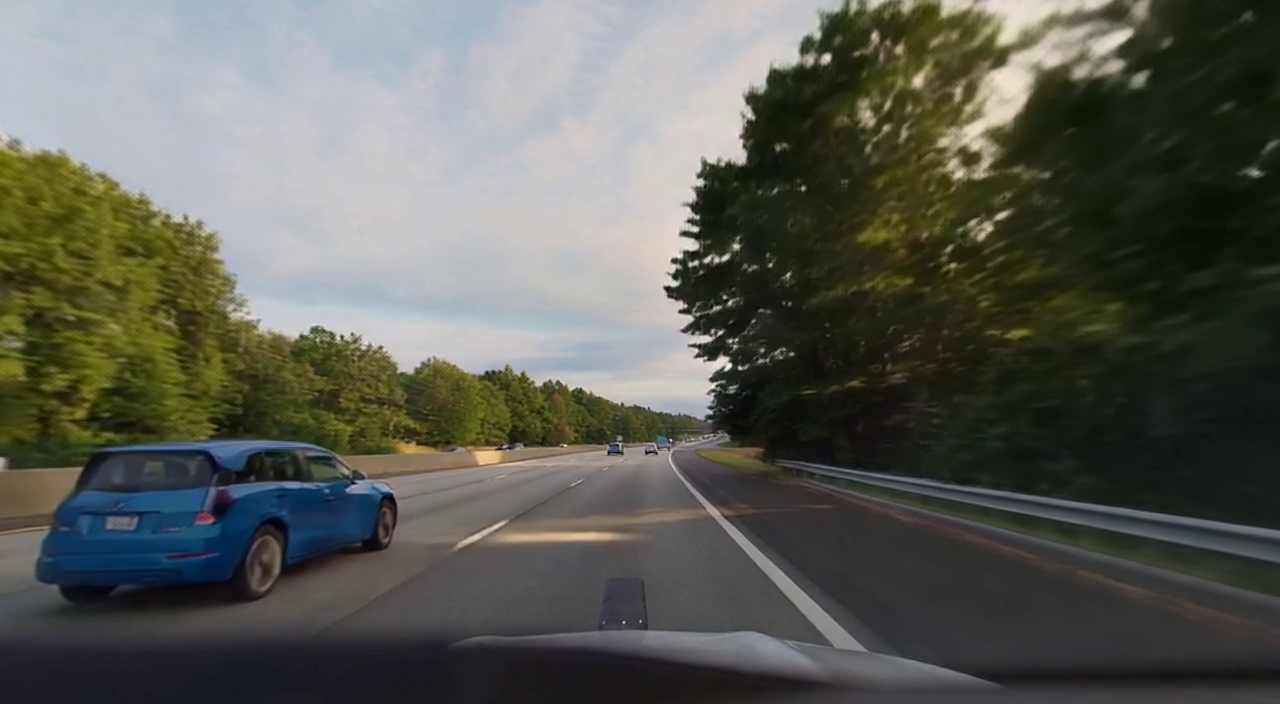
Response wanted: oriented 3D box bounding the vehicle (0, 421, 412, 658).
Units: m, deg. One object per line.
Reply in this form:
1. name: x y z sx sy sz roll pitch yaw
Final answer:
1. vehicle: -4.137 1.500 6.230 1.996 1.454 4.495 0 -8 1
